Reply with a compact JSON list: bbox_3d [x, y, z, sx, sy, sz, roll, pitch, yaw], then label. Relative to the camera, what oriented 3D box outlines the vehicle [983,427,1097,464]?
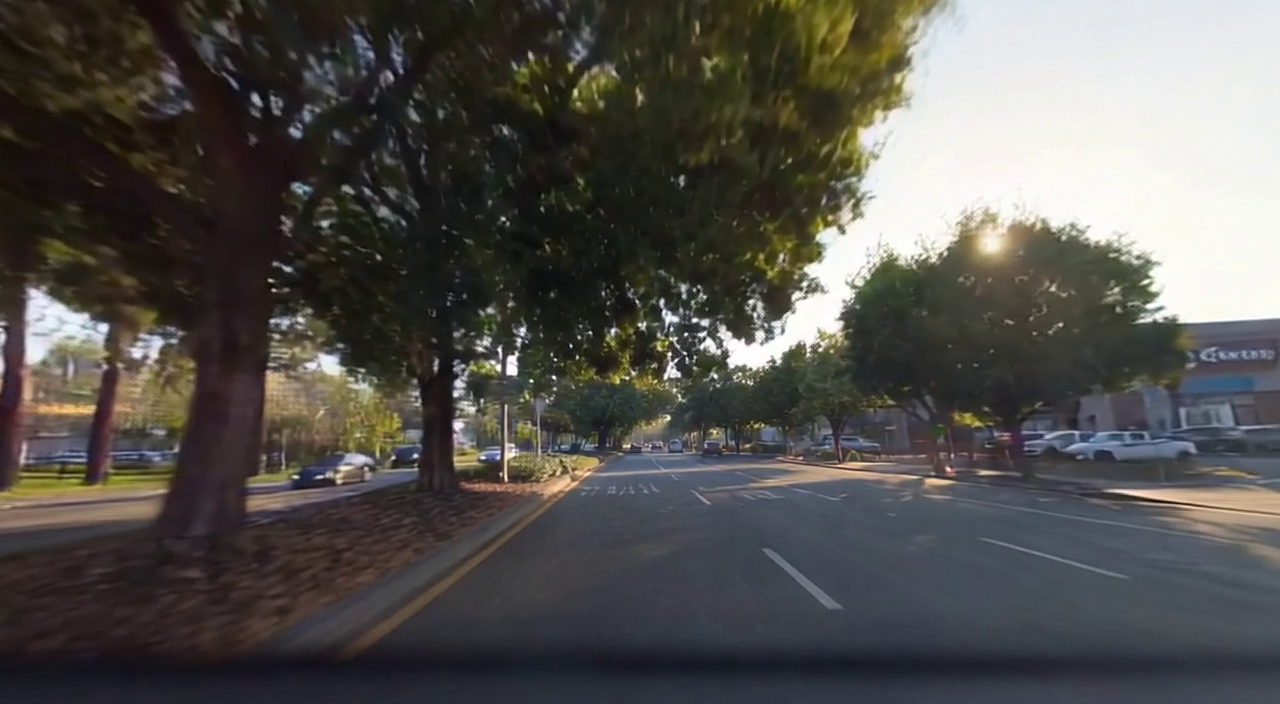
[{"bbox_3d":[22.681,5.311,35.986,4.824,1.976,2.281,-1,-8,2],"label":"vehicle"}]

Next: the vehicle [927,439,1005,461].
[{"bbox_3d":[22.402,6.743,43.531,4.389,1.429,1.804,0,-8,-1],"label":"vehicle"}]

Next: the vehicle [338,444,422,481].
[{"bbox_3d":[-11.763,4.992,28.940,1.937,1.508,4.650,0,-8,-1],"label":"vehicle"}]

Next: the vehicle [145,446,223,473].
[{"bbox_3d":[-27.764,6.545,38.646,1.811,1.482,3.982,0,-8,-1],"label":"vehicle"}]

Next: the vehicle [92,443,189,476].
[{"bbox_3d":[-30.271,6.494,38.514,2.037,1.724,4.785,-3,-8,-1],"label":"vehicle"}]

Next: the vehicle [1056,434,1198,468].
[{"bbox_3d":[22.363,4.556,29.159,4.724,1.471,2.203,0,-8,-2],"label":"vehicle"}]

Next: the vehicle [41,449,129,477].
[{"bbox_3d":[-33.182,6.625,37.937,1.864,1.489,3.832,0,-8,-3],"label":"vehicle"}]
